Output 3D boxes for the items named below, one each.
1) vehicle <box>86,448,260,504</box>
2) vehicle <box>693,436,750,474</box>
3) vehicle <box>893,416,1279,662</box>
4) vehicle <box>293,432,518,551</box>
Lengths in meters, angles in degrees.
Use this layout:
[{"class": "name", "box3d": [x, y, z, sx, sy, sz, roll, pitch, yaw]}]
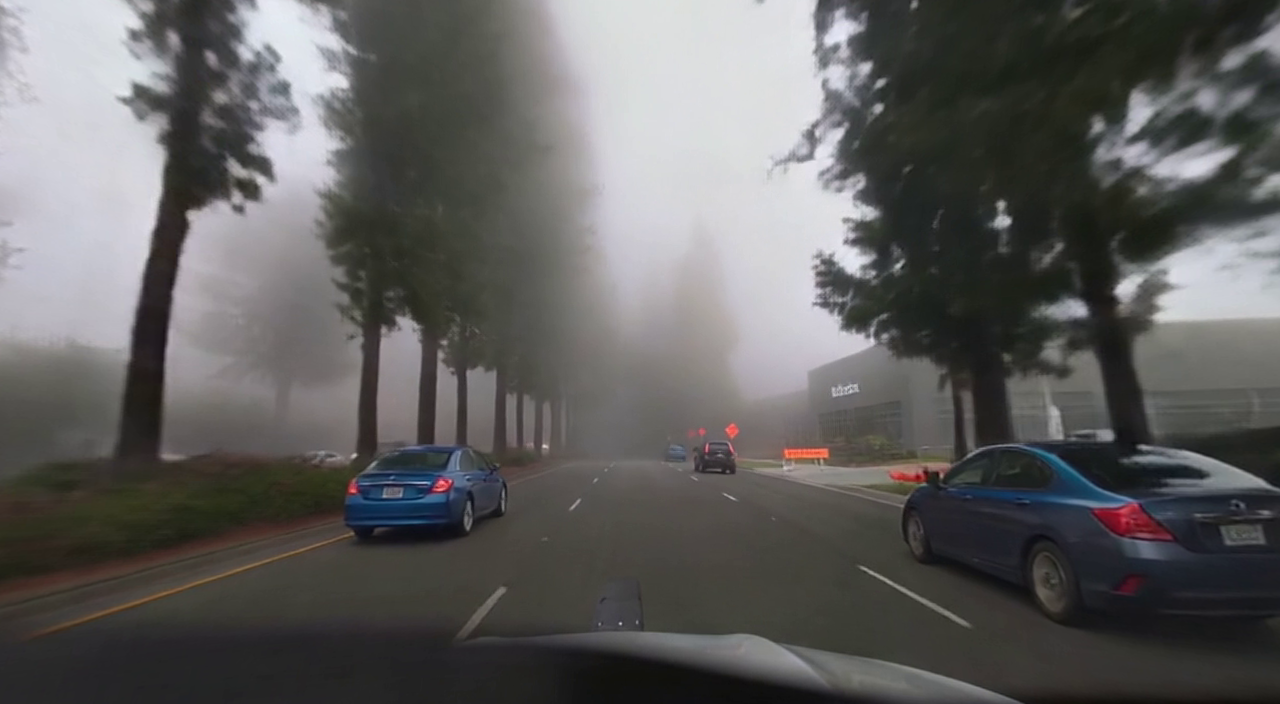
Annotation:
[{"class": "vehicle", "box3d": [-14.103, 3.732, 19.521, 1.883, 1.504, 4.536, 0, -9, 1]}, {"class": "vehicle", "box3d": [4.069, 5.238, 32.332, 2.159, 1.793, 4.735, 0, -9, -2]}, {"class": "vehicle", "box3d": [4.066, 1.426, 5.823, 1.827, 1.491, 3.743, 0, -9, -1]}, {"class": "vehicle", "box3d": [-3.348, 2.066, 10.059, 2.020, 1.474, 4.098, 0, -9, 0]}]
